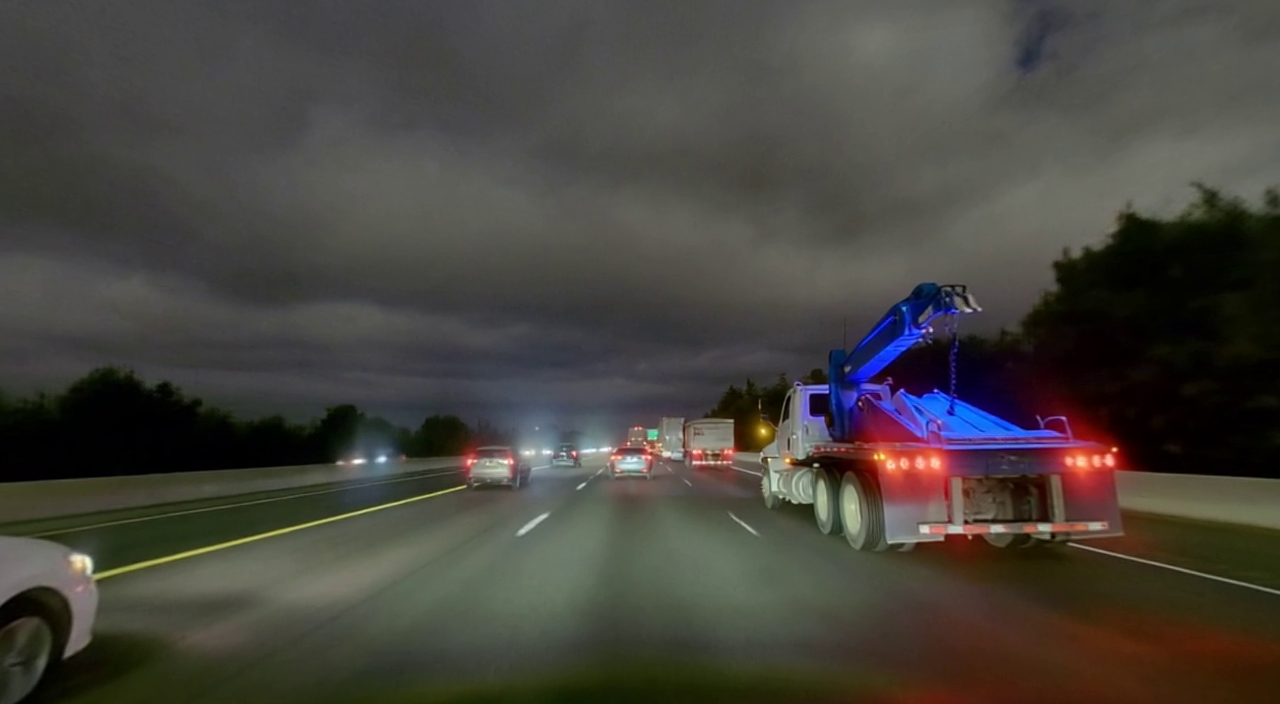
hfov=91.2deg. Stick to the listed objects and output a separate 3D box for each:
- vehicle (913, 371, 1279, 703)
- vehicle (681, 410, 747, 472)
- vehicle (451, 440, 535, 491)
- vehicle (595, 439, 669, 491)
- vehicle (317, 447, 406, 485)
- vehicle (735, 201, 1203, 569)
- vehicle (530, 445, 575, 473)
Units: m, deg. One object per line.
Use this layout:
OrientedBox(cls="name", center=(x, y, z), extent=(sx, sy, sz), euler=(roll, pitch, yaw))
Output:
OrientedBox(cls="vehicle", center=(3.955, 0.964, 3.021), extent=(2.599, 1.631, 5.693), euler=(0, -9, -1))
OrientedBox(cls="vehicle", center=(3.662, 4.686, 32.676), extent=(2.416, 2.829, 7.016), euler=(0, -9, -1))
OrientedBox(cls="vehicle", center=(-4.785, 3.744, 20.990), extent=(1.858, 1.527, 3.974), euler=(0, -9, 0))
OrientedBox(cls="vehicle", center=(-0.293, 3.602, 20.301), extent=(2.150, 1.498, 3.988), euler=(0, -9, -1))
OrientedBox(cls="vehicle", center=(-12.118, 4.969, 27.646), extent=(1.869, 1.541, 4.519), euler=(0, -9, 0))
OrientedBox(cls="vehicle", center=(3.765, 0.885, 10.332), extent=(2.975, 3.618, 8.456), euler=(0, -9, -1))
OrientedBox(cls="vehicle", center=(-4.961, 6.137, 36.165), extent=(1.924, 1.481, 4.264), euler=(0, -9, 1))
